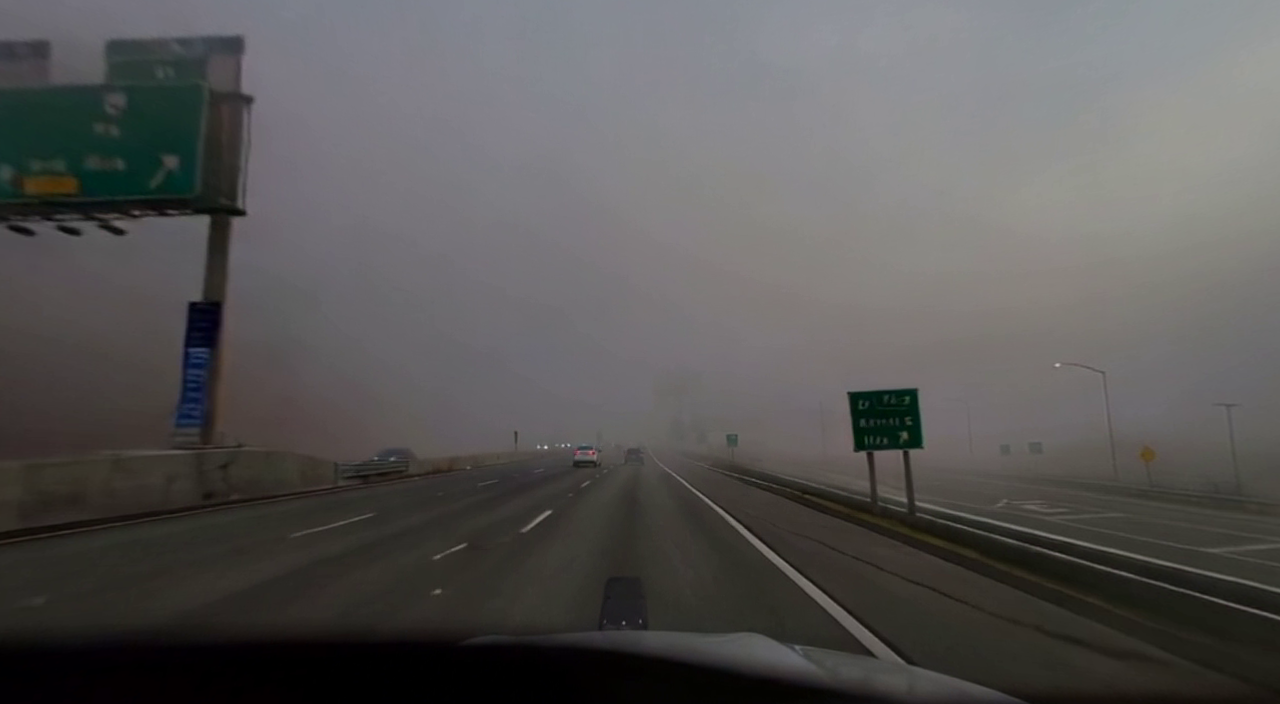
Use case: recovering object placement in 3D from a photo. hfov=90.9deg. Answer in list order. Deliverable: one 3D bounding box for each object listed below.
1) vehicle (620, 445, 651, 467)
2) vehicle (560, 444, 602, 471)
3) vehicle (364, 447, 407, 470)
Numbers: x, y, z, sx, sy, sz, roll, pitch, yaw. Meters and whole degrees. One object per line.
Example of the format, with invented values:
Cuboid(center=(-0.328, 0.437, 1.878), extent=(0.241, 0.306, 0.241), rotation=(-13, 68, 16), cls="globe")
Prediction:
Cuboid(center=(-0.330, 7.360, 44.853), extent=(2.100, 1.471, 3.956), rotation=(0, -8, 0), cls="vehicle")
Cuboid(center=(-3.512, 6.370, 38.408), extent=(2.067, 1.509, 4.551), rotation=(0, -8, 0), cls="vehicle")
Cuboid(center=(-16.939, 7.090, 42.139), extent=(1.457, 1.357, 3.245), rotation=(0, -8, 0), cls="vehicle")
